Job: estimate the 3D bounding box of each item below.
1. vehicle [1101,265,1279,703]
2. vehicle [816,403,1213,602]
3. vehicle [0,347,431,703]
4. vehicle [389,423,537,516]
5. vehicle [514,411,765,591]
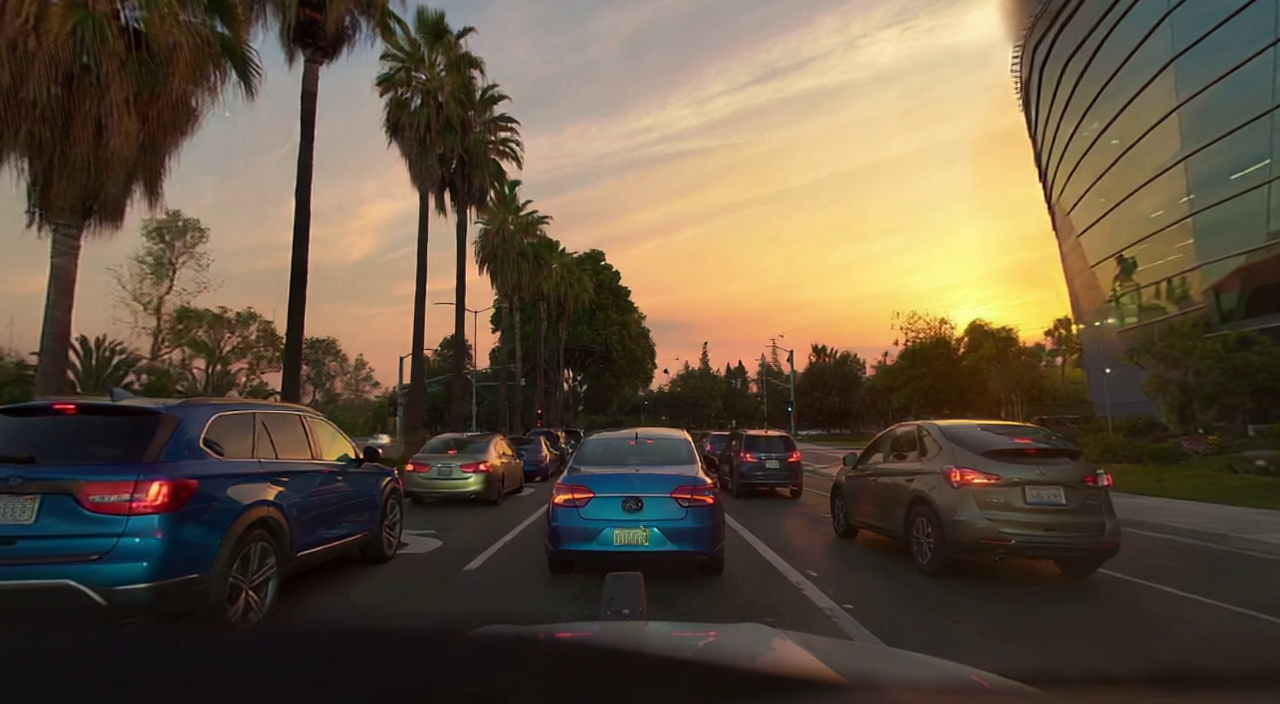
[{"bbox_3d":[2.980,0.428,0.233,2.117,1.879,4.715,0,-8,2],"label":"vehicle"},{"bbox_3d":[3.838,1.618,7.680,2.064,1.696,4.431,0,-8,-1],"label":"vehicle"},{"bbox_3d":[-3.541,1.172,5.379,2.014,1.775,4.404,0,-8,-1],"label":"vehicle"},{"bbox_3d":[-3.466,2.377,13.167,1.917,1.631,3.768,0,-8,1],"label":"vehicle"},{"bbox_3d":[-0.046,1.647,7.837,2.219,1.586,4.321,0,-8,-1],"label":"vehicle"}]
